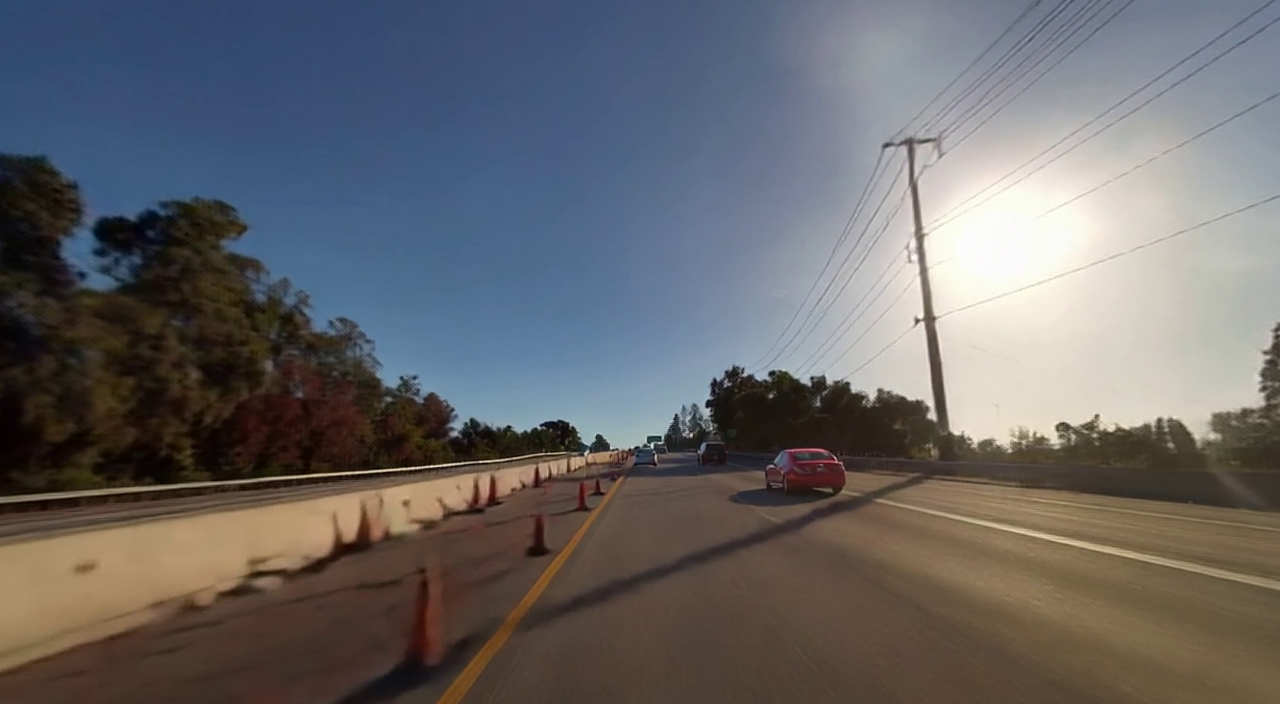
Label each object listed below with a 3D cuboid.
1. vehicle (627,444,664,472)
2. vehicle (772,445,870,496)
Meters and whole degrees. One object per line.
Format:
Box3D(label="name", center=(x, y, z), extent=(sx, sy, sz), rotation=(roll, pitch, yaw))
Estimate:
Box3D(label="vehicle", center=(0.353, 6.381, 38.184), extent=(2.096, 1.583, 4.150), rotation=(0, -8, 1))
Box3D(label="vehicle", center=(5.501, 3.632, 19.769), extent=(1.881, 1.409, 4.016), rotation=(0, -8, 0))
